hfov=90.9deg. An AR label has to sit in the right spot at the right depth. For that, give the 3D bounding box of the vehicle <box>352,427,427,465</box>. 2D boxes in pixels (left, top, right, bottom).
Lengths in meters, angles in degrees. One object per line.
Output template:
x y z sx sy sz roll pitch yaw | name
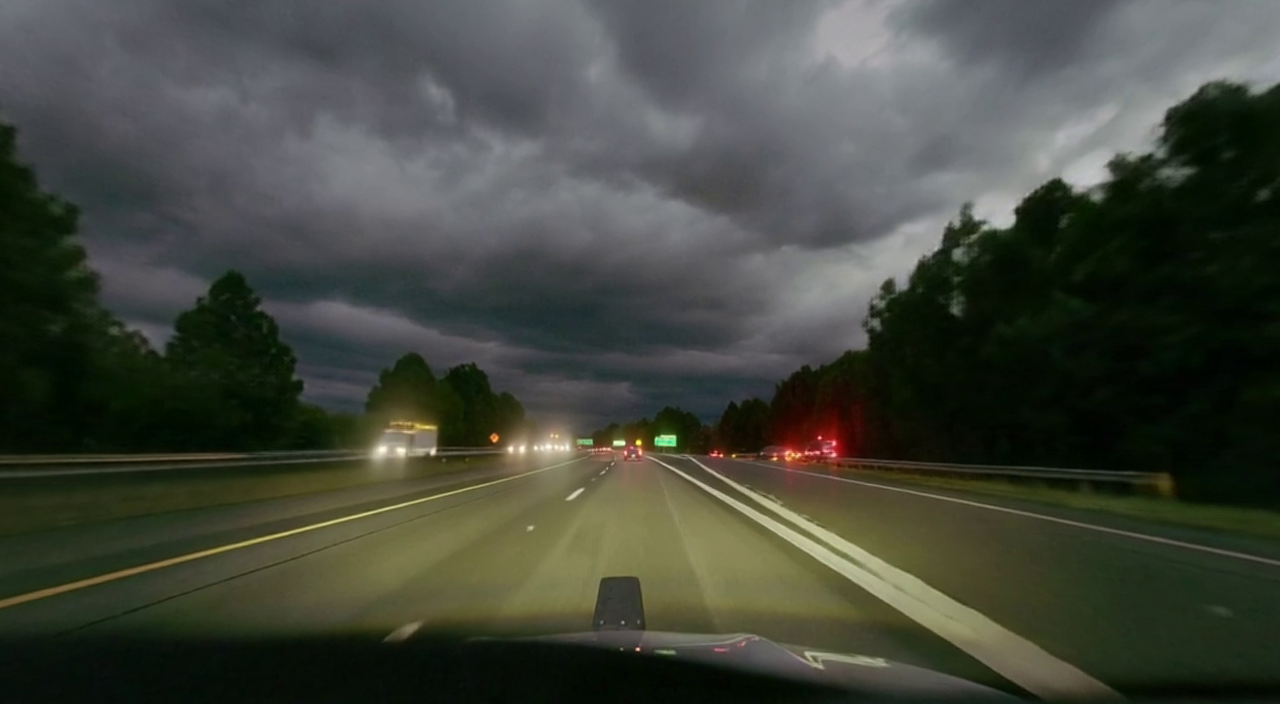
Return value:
-17.190 6.538 43.755 2.404 2.444 7.112 0 -9 -1 | vehicle
